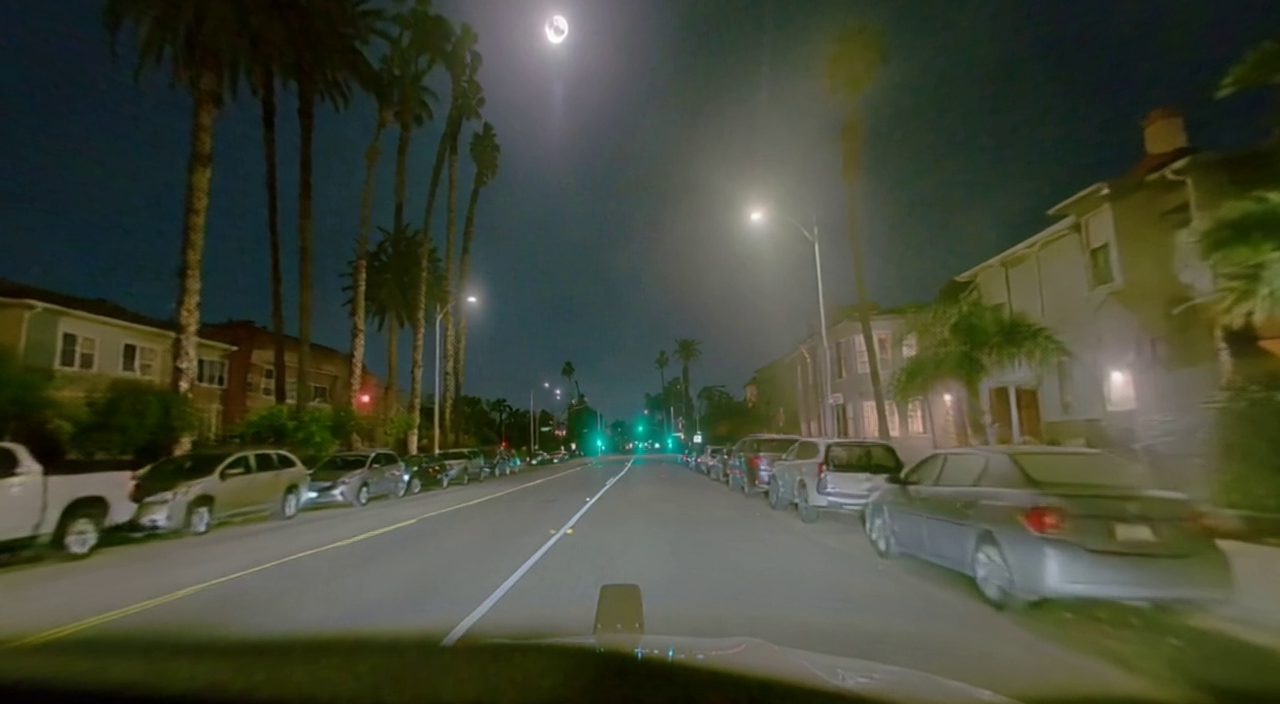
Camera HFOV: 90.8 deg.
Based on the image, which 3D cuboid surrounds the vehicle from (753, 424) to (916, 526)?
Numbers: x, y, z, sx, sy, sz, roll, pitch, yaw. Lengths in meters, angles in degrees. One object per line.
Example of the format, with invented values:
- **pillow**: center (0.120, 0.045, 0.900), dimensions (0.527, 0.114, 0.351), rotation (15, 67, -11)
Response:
- **vehicle**: center (3.608, 2.353, 12.642), dimensions (1.899, 1.669, 4.259), rotation (0, -8, 0)

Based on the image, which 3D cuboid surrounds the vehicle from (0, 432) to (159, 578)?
- **vehicle**: center (-9.396, 2.008, 8.504), dimensions (4.126, 1.802, 1.988), rotation (3, -9, -22)

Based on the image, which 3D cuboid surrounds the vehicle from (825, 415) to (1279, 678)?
- **vehicle**: center (3.566, 1.529, 6.150), dimensions (2.096, 1.452, 4.741), rotation (-3, -10, 0)
